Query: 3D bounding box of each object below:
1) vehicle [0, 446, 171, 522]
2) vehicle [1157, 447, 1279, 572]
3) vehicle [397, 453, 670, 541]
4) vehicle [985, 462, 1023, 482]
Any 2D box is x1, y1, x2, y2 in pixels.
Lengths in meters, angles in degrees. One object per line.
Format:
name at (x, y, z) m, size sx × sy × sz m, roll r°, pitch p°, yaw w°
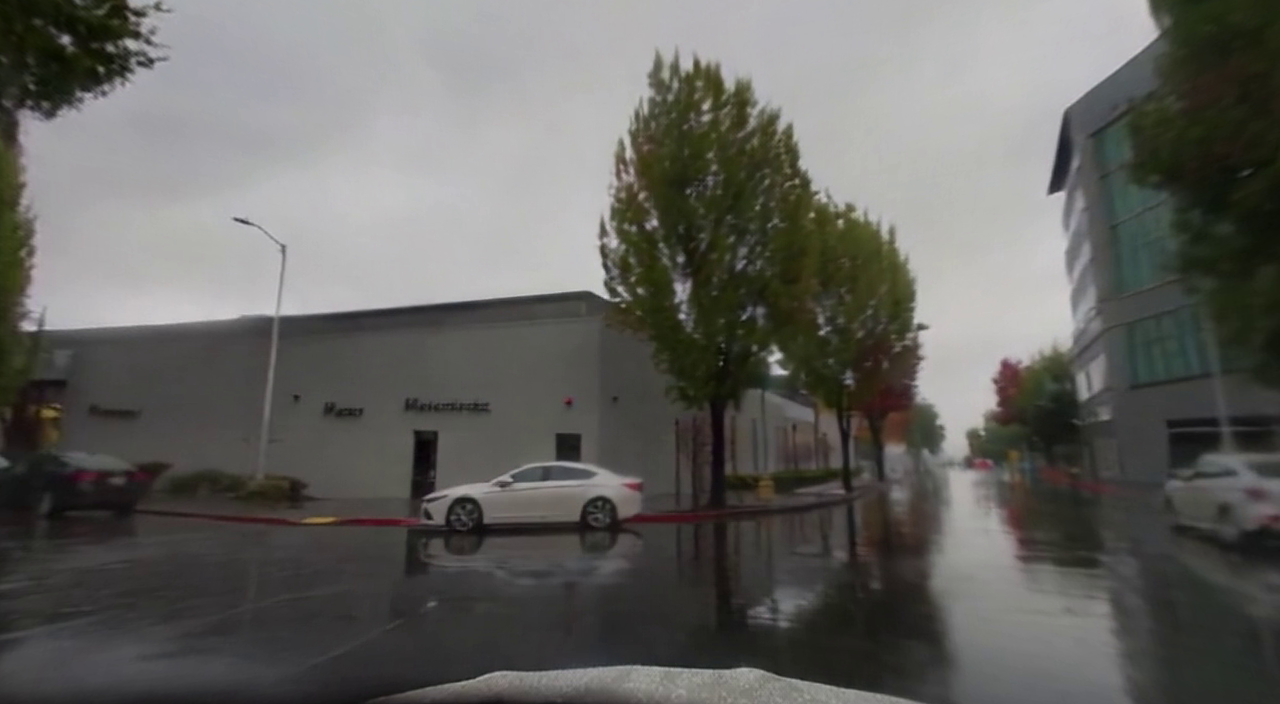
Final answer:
vehicle at (-13.025, 2.922, 14.239) m, size 4.118 × 1.482 × 1.889 m, roll -4°, pitch -11°, yaw 23°
vehicle at (9.643, 2.269, 9.369) m, size 1.865 × 1.529 × 4.407 m, roll -4°, pitch -12°, yaw 24°
vehicle at (-1.999, 2.770, 12.219) m, size 4.770 × 1.448 × 1.983 m, roll 3°, pitch -11°, yaw -14°
vehicle at (27.632, 9.098, 47.877) m, size 1.998 × 1.424 × 3.589 m, roll -3°, pitch -11°, yaw 22°
